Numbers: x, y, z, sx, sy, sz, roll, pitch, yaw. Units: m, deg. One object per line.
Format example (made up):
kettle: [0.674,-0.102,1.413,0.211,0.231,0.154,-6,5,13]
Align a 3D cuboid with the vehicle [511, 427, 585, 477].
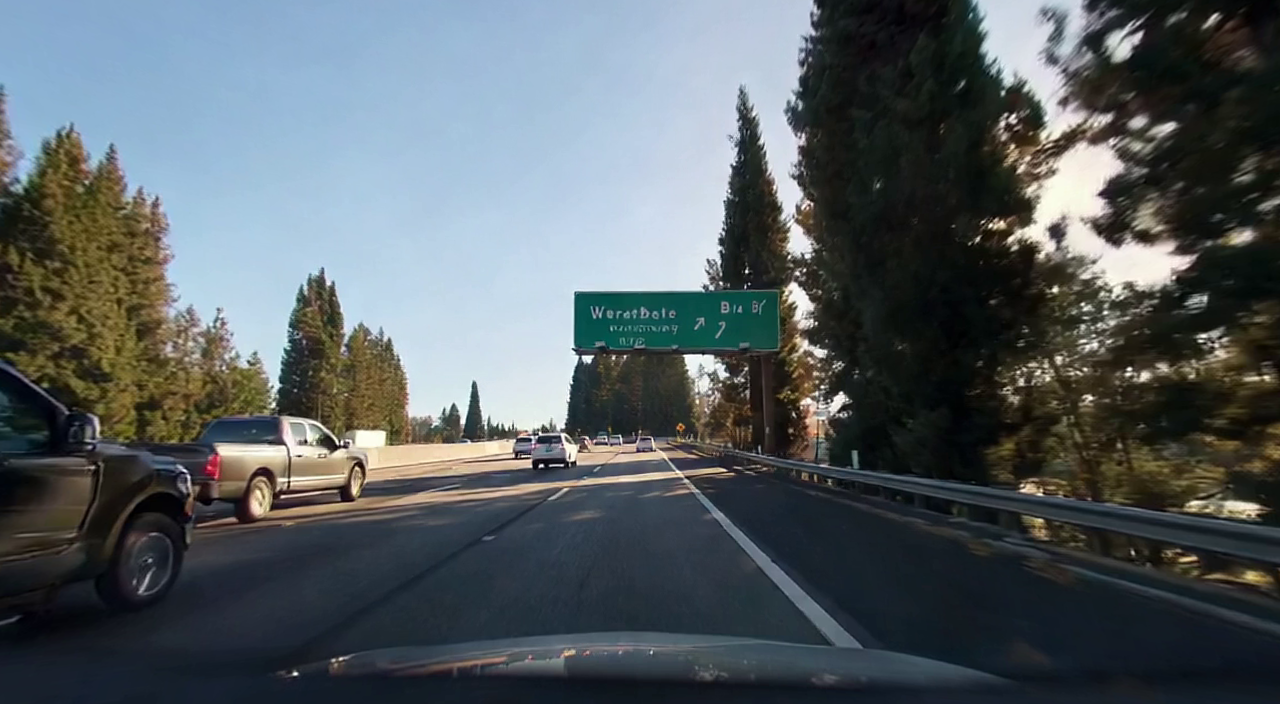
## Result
vehicle: [-3.558,3.995,25.270,2.142,1.789,5.009,0,-8,1]

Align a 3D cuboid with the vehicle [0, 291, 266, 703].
vehicle: [-3.767,0.631,2.093,2.079,1.929,4.748,0,-8,0]
